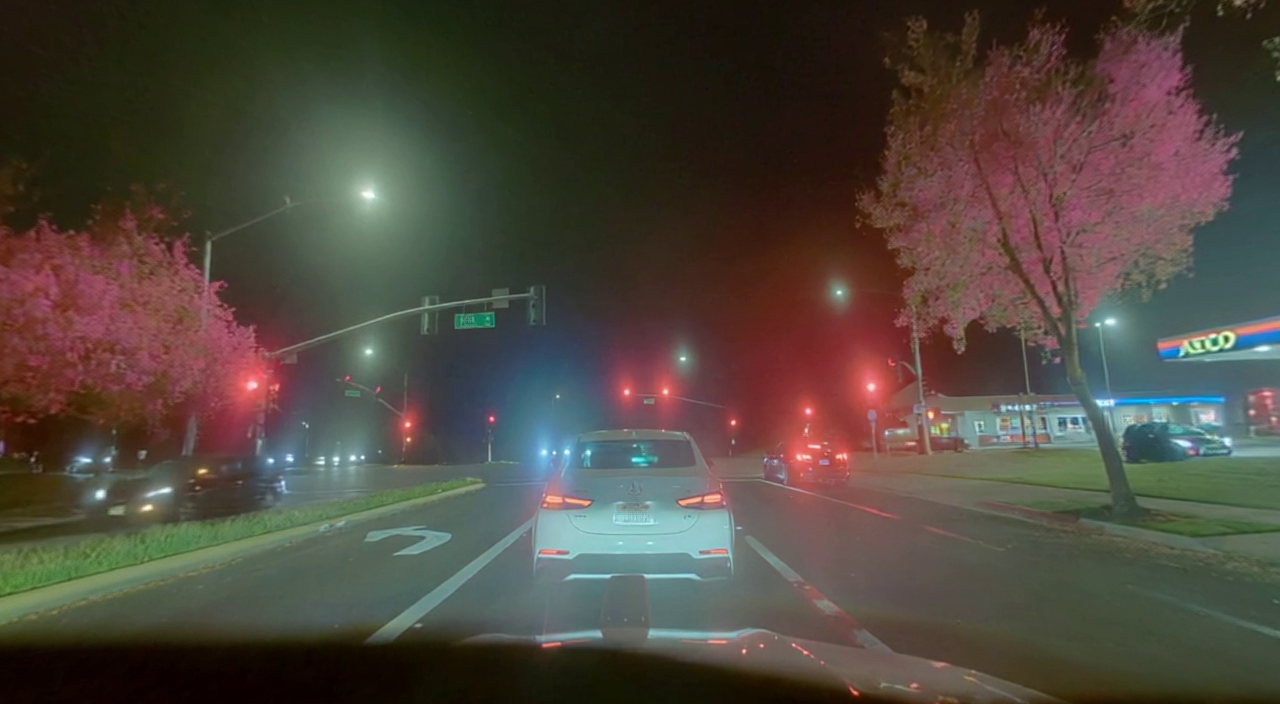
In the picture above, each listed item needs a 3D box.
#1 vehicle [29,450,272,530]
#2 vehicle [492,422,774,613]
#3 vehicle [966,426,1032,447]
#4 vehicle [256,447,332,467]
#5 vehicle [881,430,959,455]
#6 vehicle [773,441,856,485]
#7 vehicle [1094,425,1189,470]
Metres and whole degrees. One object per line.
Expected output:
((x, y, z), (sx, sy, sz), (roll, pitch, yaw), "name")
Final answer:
((-10.853, 3.042, 14.558), (1.944, 1.465, 4.609), (0, -8, -1), "vehicle")
((-0.065, 1.607, 7.074), (2.213, 1.482, 4.057), (0, -8, 0), "vehicle")
((27.398, 6.478, 48.176), (3.968, 1.572, 1.740), (0, -9, 4), "vehicle")
((-26.747, 8.112, 48.793), (4.806, 1.472, 1.886), (-1, -8, 5), "vehicle")
((19.401, 6.320, 43.897), (4.622, 1.675, 2.022), (-2, -9, 14), "vehicle")
((6.543, 4.170, 24.118), (1.942, 1.511, 4.390), (0, -8, 0), "vehicle")
((18.566, 3.509, 23.277), (4.300, 1.495, 2.053), (8, -12, -43), "vehicle")
